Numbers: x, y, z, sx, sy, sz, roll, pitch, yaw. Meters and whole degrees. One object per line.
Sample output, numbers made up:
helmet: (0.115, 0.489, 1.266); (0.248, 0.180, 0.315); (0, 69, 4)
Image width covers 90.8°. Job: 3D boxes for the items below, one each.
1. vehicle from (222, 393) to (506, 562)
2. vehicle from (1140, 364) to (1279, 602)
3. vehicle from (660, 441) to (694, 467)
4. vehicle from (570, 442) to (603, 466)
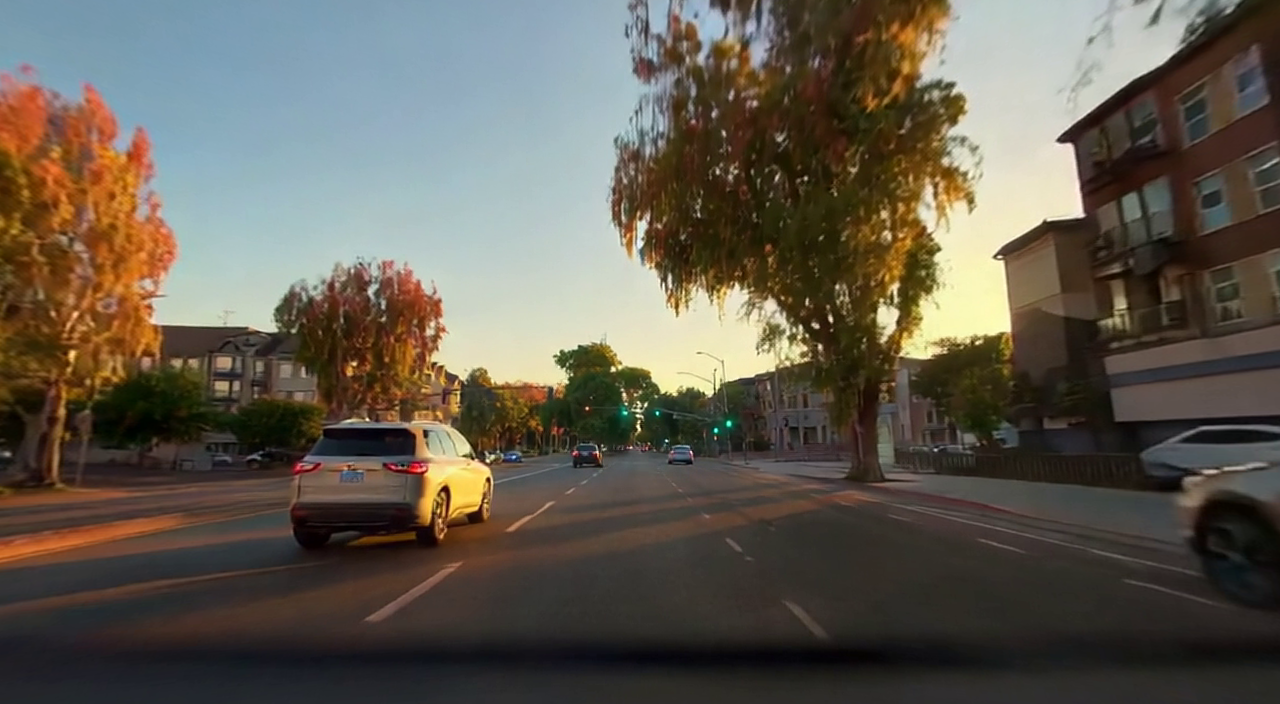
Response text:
vehicle: (-3.825, 1.877, 10.153); (2.225, 1.984, 5.168); (0, -9, 0)
vehicle: (6.991, 0.960, 4.117); (2.521, 2.108, 6.111); (1, -9, 1)
vehicle: (2.577, 7.239, 45.078); (2.018, 1.719, 4.369); (0, -9, -2)
vehicle: (-4.072, 7.795, 48.434); (2.083, 1.685, 4.069); (-1, -9, 1)
